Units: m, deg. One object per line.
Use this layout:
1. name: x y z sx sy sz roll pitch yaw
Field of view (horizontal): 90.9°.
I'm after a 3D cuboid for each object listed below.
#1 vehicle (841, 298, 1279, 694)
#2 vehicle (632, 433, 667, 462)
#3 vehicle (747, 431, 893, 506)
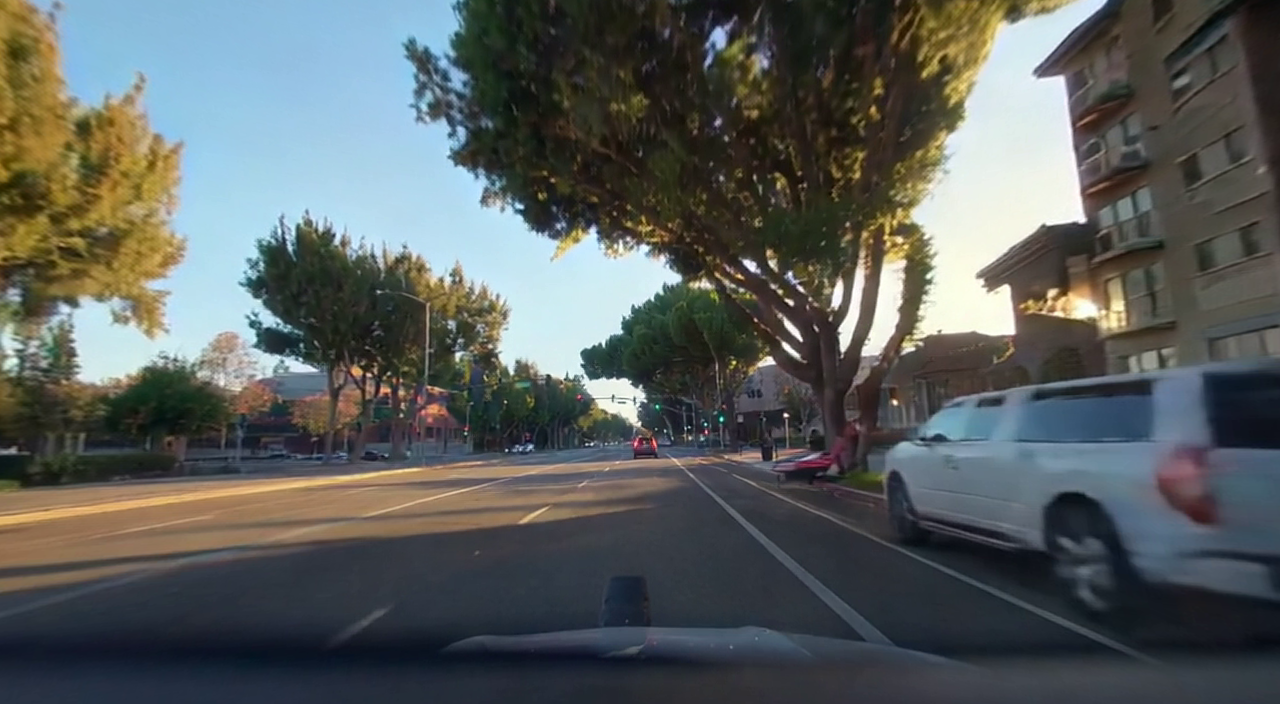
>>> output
1. vehicle: 4.223 1.190 6.600 2.162 2.080 6.515 0 -8 1
2. vehicle: 0.621 6.255 41.355 2.169 1.751 4.276 0 -8 1
3. vehicle: 4.112 2.738 15.332 2.269 1.520 4.410 0 -8 0
